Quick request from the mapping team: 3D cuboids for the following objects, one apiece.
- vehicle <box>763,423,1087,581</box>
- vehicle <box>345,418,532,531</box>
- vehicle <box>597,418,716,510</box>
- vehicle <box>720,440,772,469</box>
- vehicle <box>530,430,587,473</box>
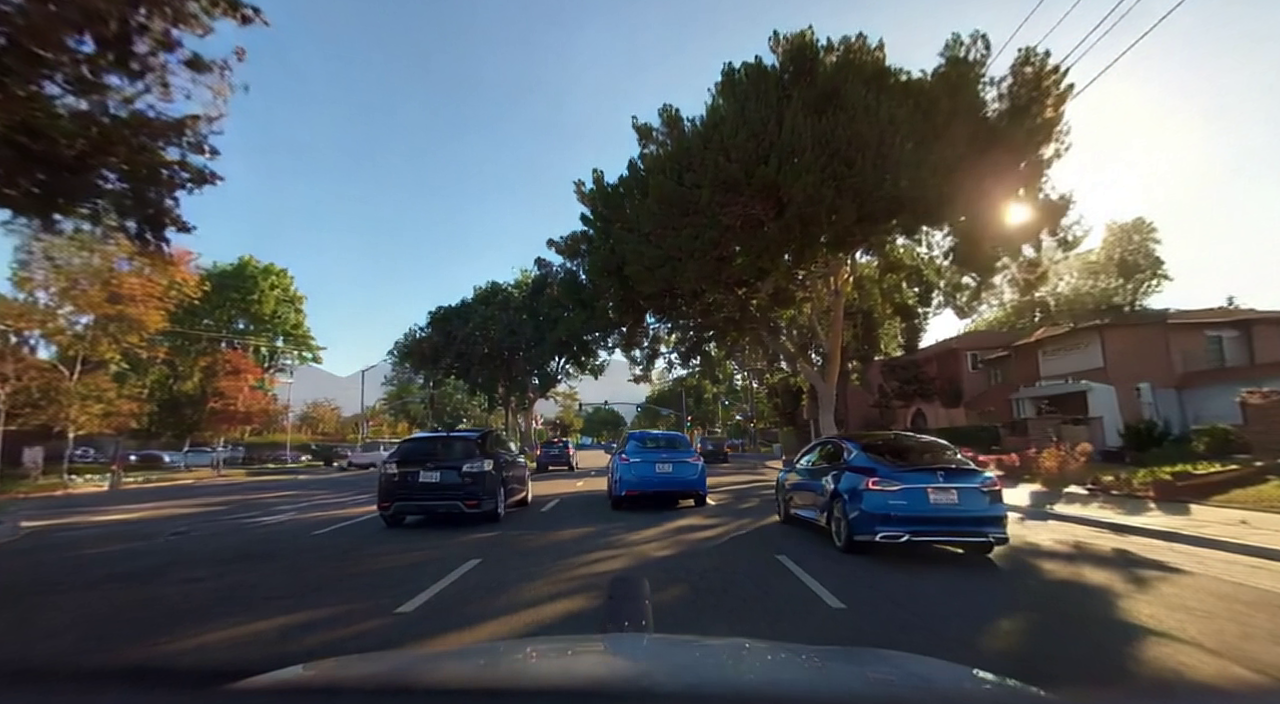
[{"bbox_3d":[3.190,1.775,8.378,2.017,1.491,4.611,0,-8,-2],"label":"vehicle"},{"bbox_3d":[-3.444,2.198,11.915,2.043,1.687,4.676,0,-8,-1],"label":"vehicle"},{"bbox_3d":[0.200,2.479,14.363,2.280,1.747,4.361,0,-8,-3],"label":"vehicle"},{"bbox_3d":[5.795,5.686,35.098,2.010,1.486,4.498,0,-8,-1],"label":"vehicle"},{"bbox_3d":[-3.602,4.490,28.584,2.014,1.755,4.360,0,-8,0],"label":"vehicle"}]
